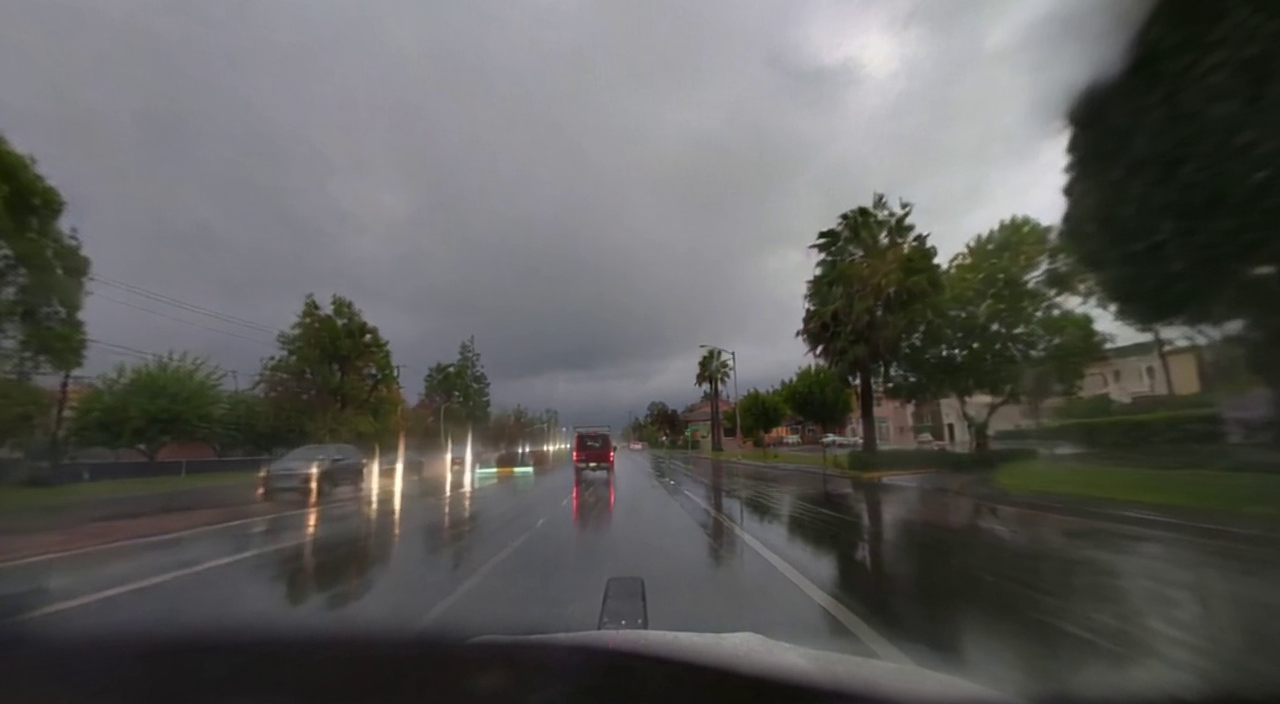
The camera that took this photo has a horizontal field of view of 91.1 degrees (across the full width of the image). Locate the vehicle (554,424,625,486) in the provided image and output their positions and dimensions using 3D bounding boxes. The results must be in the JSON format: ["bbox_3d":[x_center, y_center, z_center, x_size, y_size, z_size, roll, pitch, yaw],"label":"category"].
[{"bbox_3d":[-2.068,4.113,25.419,2.507,2.161,6.049,1,-9,-5],"label":"vehicle"}]

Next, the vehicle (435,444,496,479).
[{"bbox_3d":[-9.104,5.709,33.146,2.114,1.698,4.415,0,-9,-2],"label":"vehicle"}]

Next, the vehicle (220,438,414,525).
[{"bbox_3d":[-6.729,2.710,13.743,2.016,1.576,4.215,0,-9,0],"label":"vehicle"}]
